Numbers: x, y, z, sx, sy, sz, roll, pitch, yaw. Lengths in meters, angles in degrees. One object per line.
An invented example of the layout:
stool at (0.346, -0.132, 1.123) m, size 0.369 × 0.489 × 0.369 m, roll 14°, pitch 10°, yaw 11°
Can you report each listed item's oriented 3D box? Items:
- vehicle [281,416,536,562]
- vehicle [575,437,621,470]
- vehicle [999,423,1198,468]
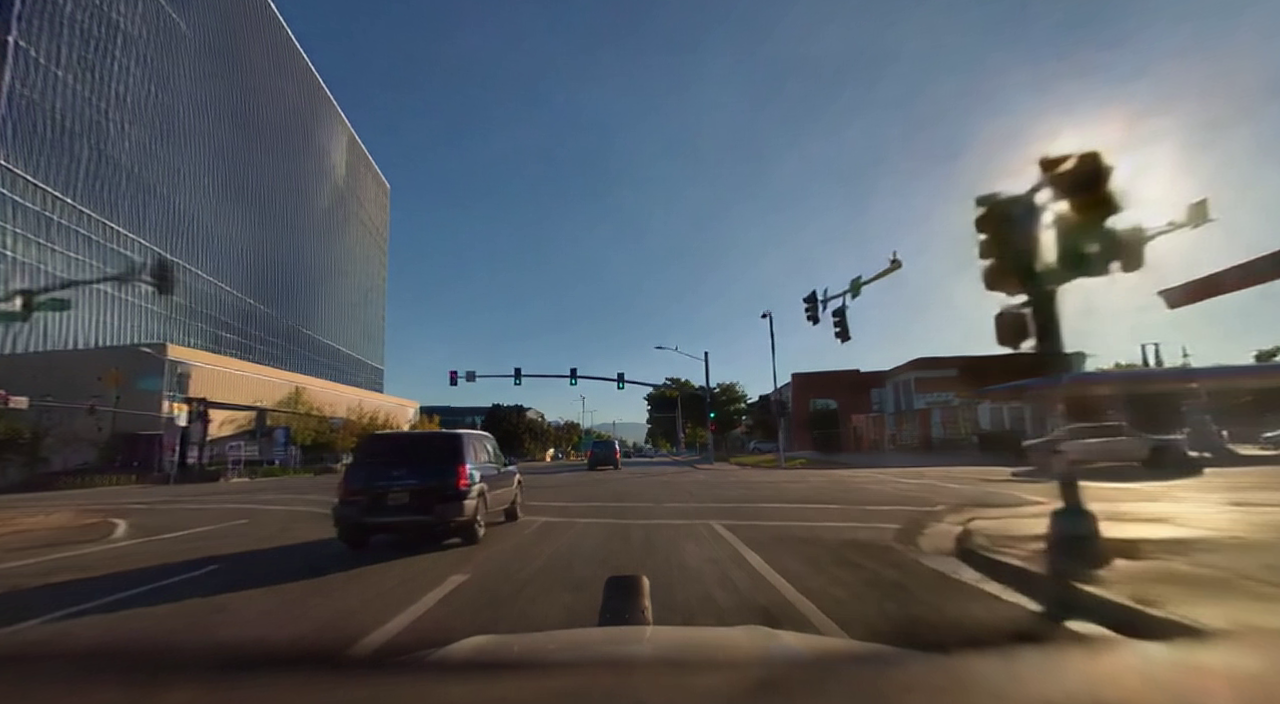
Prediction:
vehicle at (-3.140, 1.953, 9.773) m, size 2.183 × 1.731 × 4.338 m, roll 0°, pitch -8°, yaw 2°
vehicle at (-2.803, 6.968, 43.442) m, size 2.602 × 2.091 × 6.347 m, roll 0°, pitch -8°, yaw 1°
vehicle at (17.350, 3.580, 24.267) m, size 5.708 × 1.585 × 2.070 m, roll -3°, pitch -9°, yaw 19°
